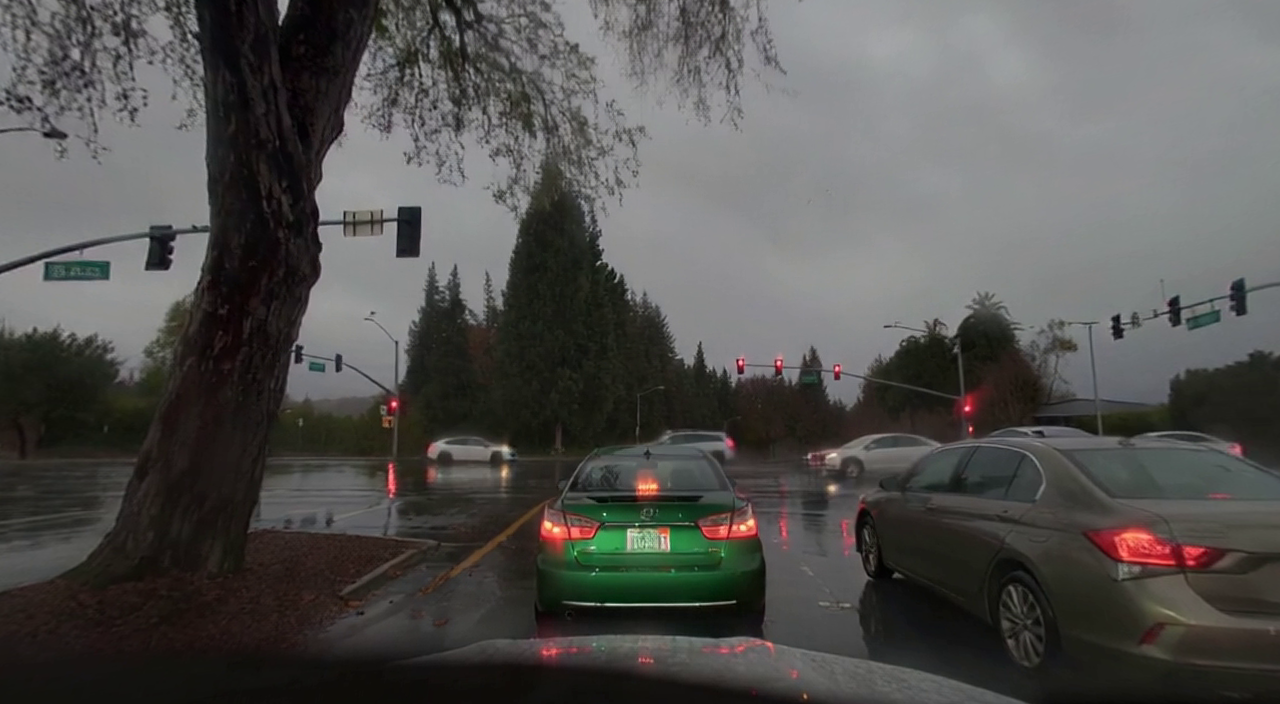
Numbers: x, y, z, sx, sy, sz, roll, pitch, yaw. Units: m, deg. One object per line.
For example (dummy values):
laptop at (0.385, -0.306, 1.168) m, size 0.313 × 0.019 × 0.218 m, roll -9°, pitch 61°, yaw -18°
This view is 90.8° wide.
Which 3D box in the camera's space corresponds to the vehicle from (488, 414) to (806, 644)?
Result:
vehicle at (0.043, 1.443, 6.193) m, size 2.026 × 1.458 × 4.175 m, roll 0°, pitch -8°, yaw 0°

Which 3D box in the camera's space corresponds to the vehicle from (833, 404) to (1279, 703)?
vehicle at (3.105, 1.285, 4.886) m, size 1.861 × 1.479 × 4.371 m, roll 0°, pitch -8°, yaw 0°

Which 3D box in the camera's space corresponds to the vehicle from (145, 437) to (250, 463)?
vehicle at (-26.003, 5.786, 37.231) m, size 4.828 × 1.467 × 1.963 m, roll -1°, pitch -8°, yaw 5°

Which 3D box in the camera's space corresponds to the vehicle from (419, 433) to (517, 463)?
vehicle at (-9.198, 5.184, 34.153) m, size 4.869 × 1.502 × 1.979 m, roll 1°, pitch -9°, yaw -7°

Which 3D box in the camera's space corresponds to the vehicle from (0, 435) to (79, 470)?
vehicle at (-30.465, 4.895, 30.876) m, size 4.517 × 1.637 × 1.935 m, roll -1°, pitch -9°, yaw 7°
